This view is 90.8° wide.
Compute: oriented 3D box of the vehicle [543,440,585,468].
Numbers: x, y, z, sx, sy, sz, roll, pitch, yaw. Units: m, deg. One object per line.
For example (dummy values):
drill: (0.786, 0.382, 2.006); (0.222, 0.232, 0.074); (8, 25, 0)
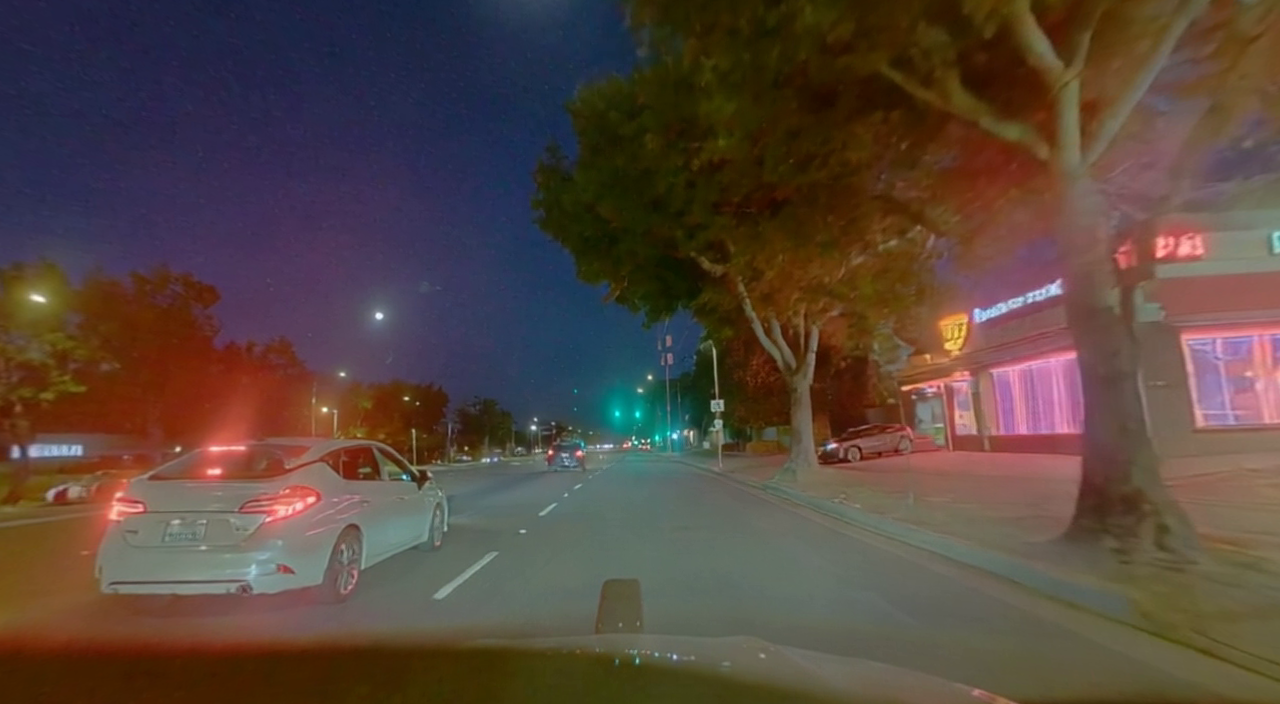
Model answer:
vehicle: (-4.165, 5.716, 35.417); (1.955, 1.461, 4.396); (0, -9, -2)

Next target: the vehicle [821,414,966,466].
vehicle: (10.550, 3.712, 26.595); (5.130, 1.902, 2.056); (-1, -9, -3)

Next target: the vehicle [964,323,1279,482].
vehicle: (12.138, 1.292, 15.680); (6.427, 3.417, 2.845); (-1, -8, -2)

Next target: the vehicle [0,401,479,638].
vehicle: (-3.414, 1.522, 6.794); (2.126, 1.655, 4.560); (0, -9, 0)
